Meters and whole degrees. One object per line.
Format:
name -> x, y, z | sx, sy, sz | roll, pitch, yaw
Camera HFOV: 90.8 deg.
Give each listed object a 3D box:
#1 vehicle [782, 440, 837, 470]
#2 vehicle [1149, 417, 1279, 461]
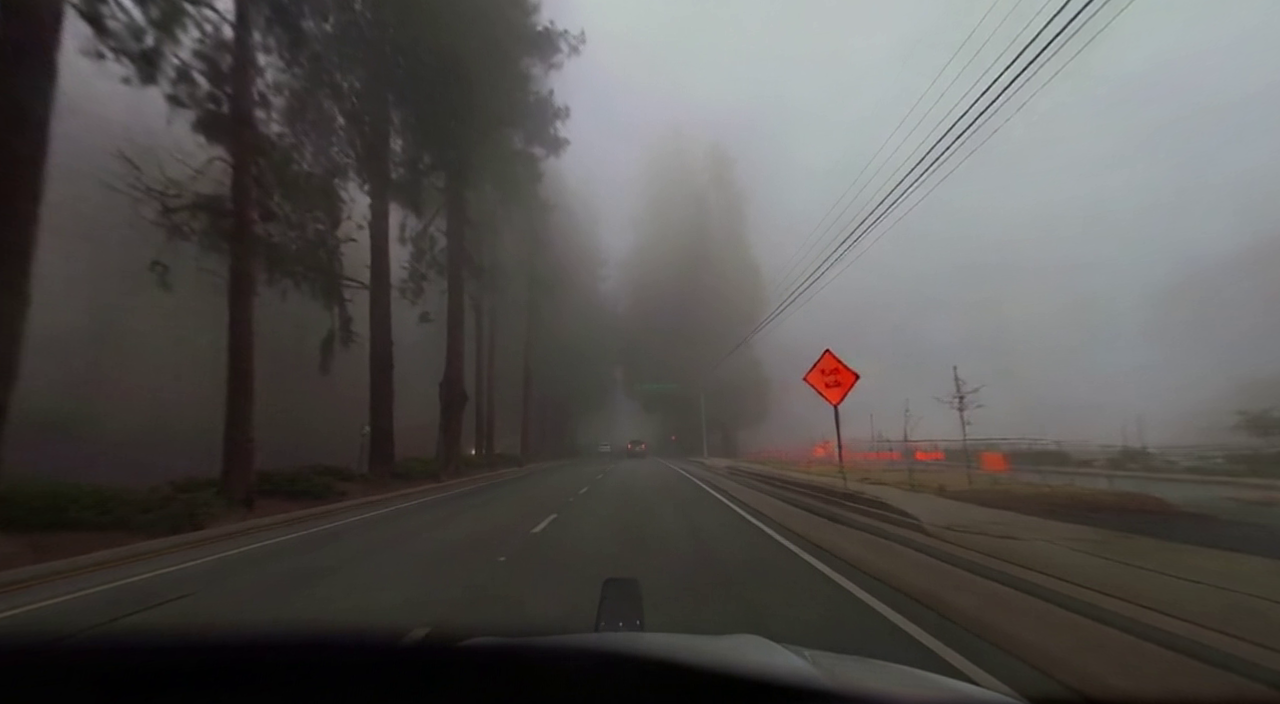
vehicle -> 8.593, 5.252, 32.350 | 1.733, 1.449, 3.764 | 0, -8, 0
vehicle -> 25.564, 3.809, 27.631 | 4.601, 1.801, 2.122 | -1, -9, 2
